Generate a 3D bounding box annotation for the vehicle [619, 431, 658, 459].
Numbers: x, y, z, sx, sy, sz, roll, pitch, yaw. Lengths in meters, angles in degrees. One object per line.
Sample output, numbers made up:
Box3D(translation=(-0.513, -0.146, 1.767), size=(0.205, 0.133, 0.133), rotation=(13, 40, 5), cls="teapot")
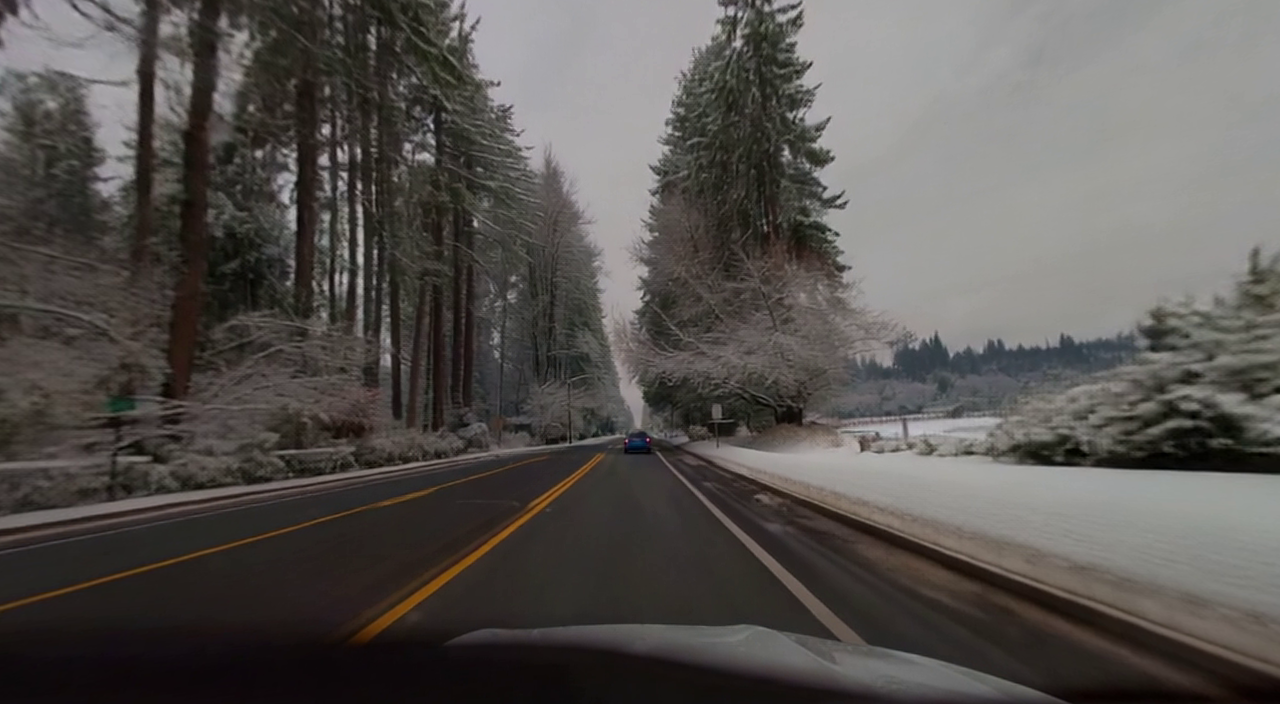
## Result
Box3D(translation=(-0.090, 5.279, 35.924), size=(2.067, 1.486, 3.861), rotation=(0, -9, 0), cls="vehicle")
